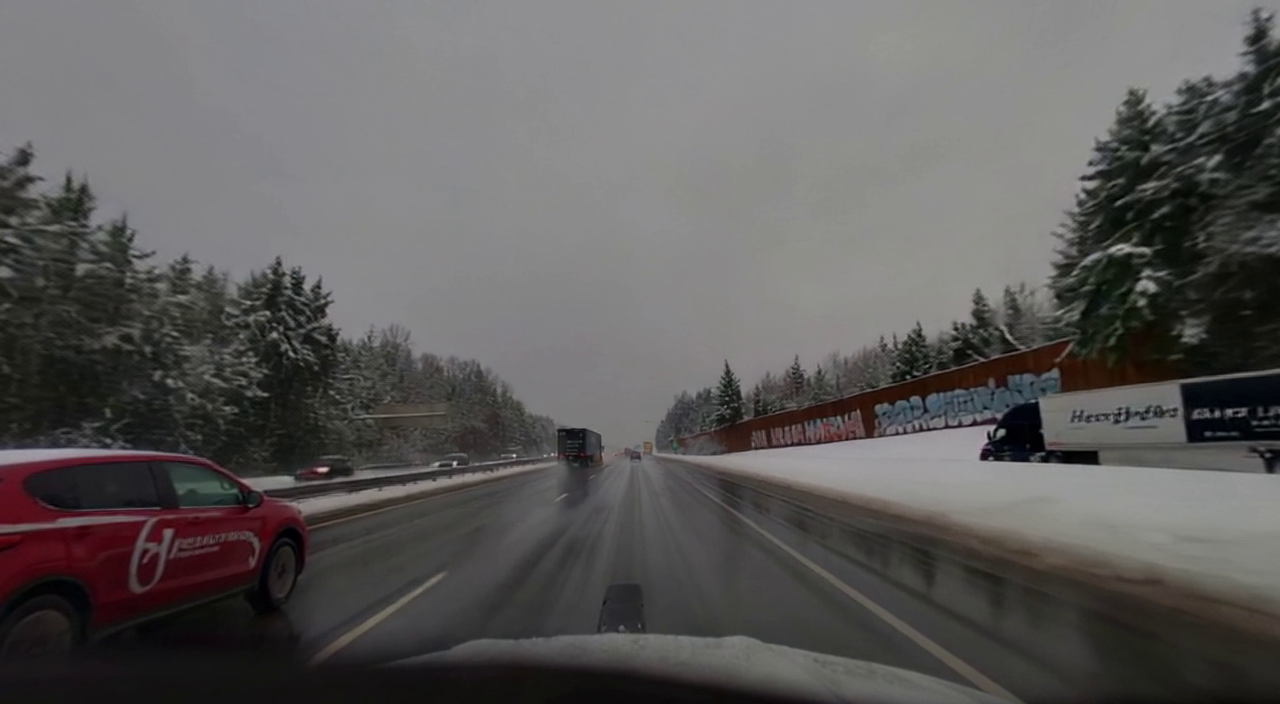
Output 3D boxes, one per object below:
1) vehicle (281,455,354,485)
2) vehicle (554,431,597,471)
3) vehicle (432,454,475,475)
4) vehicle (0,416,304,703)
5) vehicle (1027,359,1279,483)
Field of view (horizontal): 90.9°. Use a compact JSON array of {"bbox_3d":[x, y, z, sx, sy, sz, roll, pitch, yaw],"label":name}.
[{"bbox_3d":[-17.521,6.387,34.477,1.772,1.480,4.102,0,-9,0],"label":"vehicle"},{"bbox_3d":[-4.280,6.709,42.750,2.305,2.517,5.486,0,-9,0],"label":"vehicle"},{"bbox_3d":[-13.351,8.046,45.241,1.832,1.403,4.201,0,-9,0],"label":"vehicle"},{"bbox_3d":[-4.299,1.171,3.824,2.024,1.476,4.466,0,-9,0],"label":"vehicle"},{"bbox_3d":[21.740,2.818,24.358,2.782,4.082,12.925,2,-9,-15],"label":"vehicle"}]
